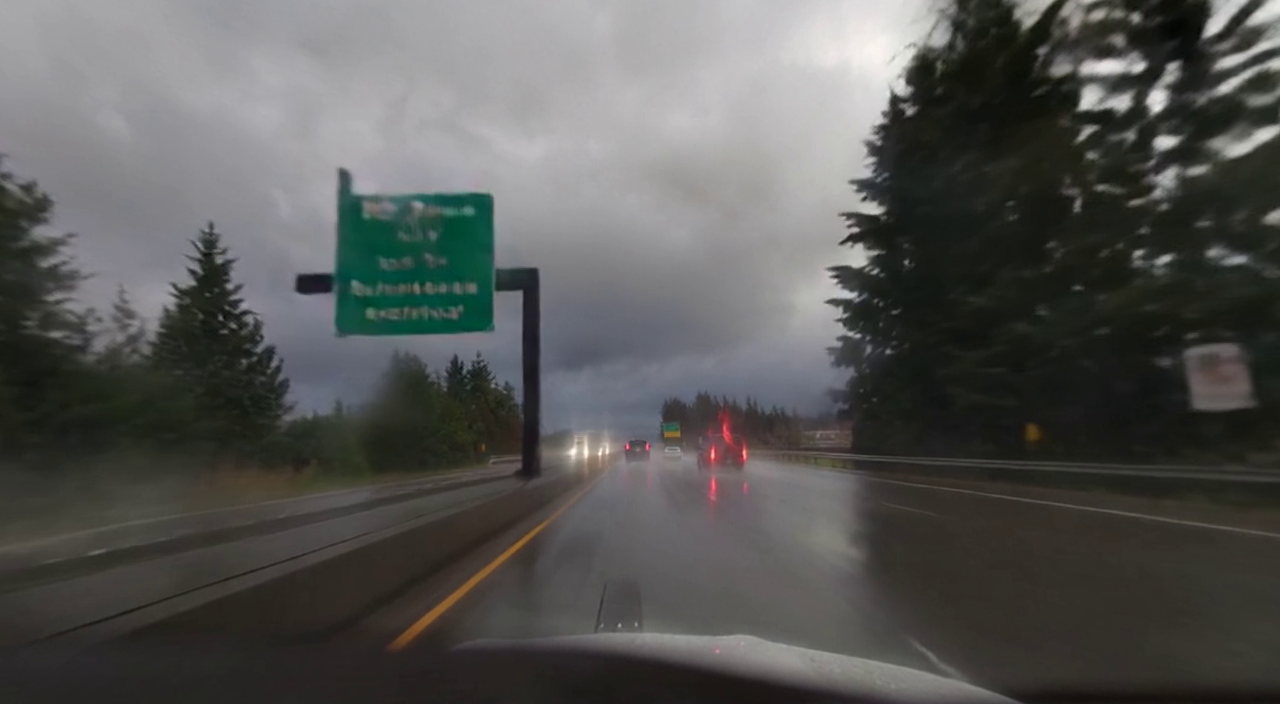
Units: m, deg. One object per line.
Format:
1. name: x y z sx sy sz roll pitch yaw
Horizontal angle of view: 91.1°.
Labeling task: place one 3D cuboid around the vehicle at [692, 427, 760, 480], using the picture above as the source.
1. vehicle: 3.425 4.172 25.938 1.981 1.984 4.623 0 -9 -2

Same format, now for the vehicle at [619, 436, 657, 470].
1. vehicle: -0.149 6.157 38.266 2.192 1.912 4.524 0 -9 -1
